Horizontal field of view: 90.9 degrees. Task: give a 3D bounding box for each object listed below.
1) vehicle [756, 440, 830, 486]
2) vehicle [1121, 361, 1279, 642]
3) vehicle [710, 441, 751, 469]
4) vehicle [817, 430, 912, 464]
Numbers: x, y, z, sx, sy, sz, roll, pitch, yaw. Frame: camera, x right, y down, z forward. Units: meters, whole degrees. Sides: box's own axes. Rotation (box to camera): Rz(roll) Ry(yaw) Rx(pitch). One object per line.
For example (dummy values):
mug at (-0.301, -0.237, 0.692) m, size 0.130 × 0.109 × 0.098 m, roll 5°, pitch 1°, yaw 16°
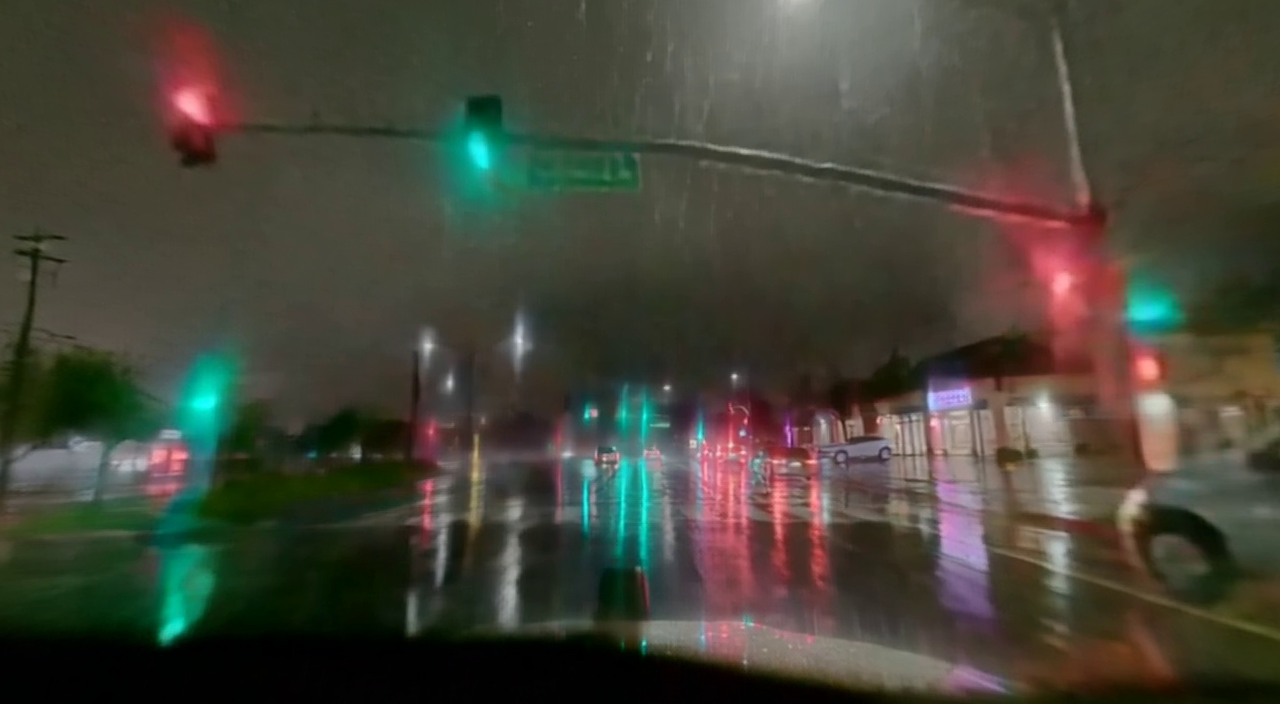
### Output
vehicle at (6.000, 4.351, 25.171) m, size 1.955 × 1.679 × 3.890 m, roll 0°, pitch -8°, yaw 0°
vehicle at (5.774, 0.918, 3.347) m, size 2.182 × 2.019 × 5.247 m, roll 0°, pitch -8°, yaw -1°
vehicle at (6.052, 6.938, 42.701) m, size 2.069 × 1.776 × 4.797 m, roll 0°, pitch -8°, yaw 0°
vehicle at (12.747, 5.446, 36.063) m, size 4.571 × 1.827 × 2.260 m, roll 1°, pitch -9°, yaw -1°
